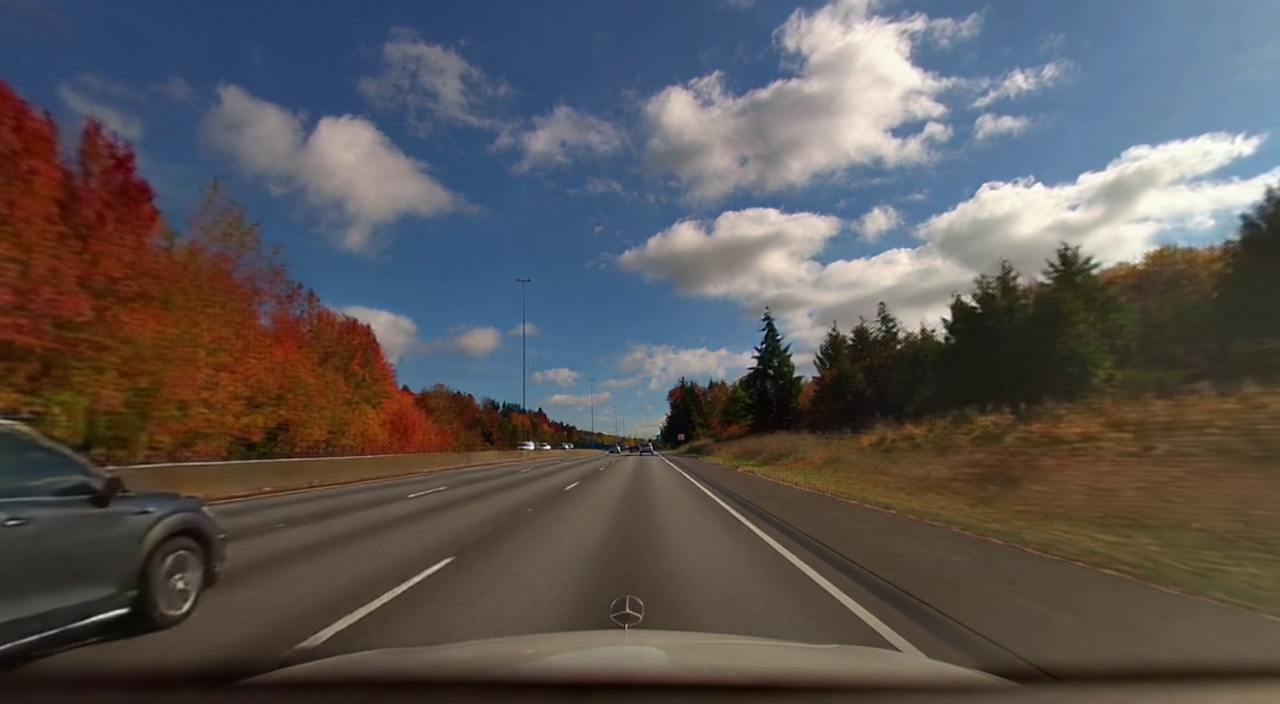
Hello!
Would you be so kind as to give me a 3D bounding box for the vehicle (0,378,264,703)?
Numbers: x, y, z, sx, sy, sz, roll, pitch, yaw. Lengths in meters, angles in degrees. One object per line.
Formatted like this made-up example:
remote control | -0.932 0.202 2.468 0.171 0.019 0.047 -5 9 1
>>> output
vehicle | -3.716 0.811 2.006 2.061 1.572 4.814 0 -8 0
